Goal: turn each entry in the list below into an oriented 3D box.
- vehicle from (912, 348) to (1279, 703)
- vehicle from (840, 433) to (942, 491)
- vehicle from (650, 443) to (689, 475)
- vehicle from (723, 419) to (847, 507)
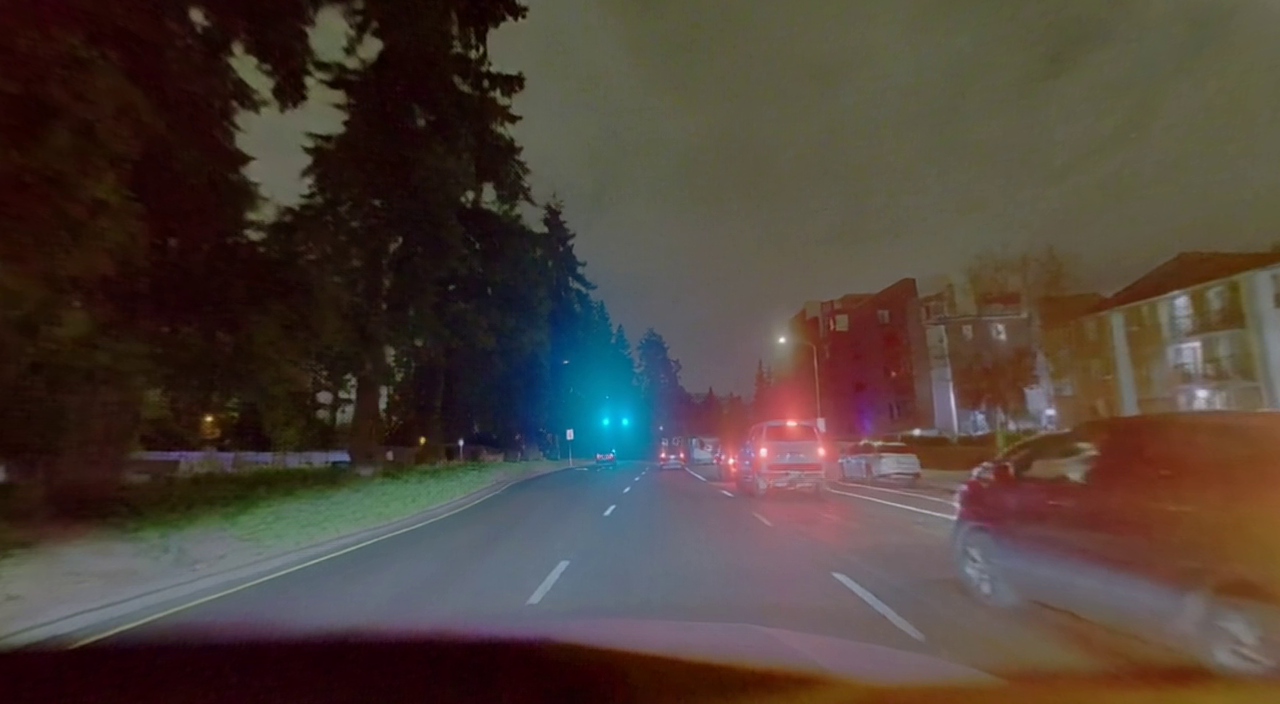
[{"bbox_3d":[3.468,0.989,3.322,2.041,1.688,4.717,0,-9,1],"label":"vehicle"},{"bbox_3d":[8.891,3.938,22.862,1.992,1.840,4.646,0,-9,3],"label":"vehicle"},{"bbox_3d":[1.647,6.022,35.690,2.052,1.693,4.554,0,-9,2],"label":"vehicle"},{"bbox_3d":[3.910,3.169,18.394,2.268,2.090,6.113,0,-9,1],"label":"vehicle"}]
